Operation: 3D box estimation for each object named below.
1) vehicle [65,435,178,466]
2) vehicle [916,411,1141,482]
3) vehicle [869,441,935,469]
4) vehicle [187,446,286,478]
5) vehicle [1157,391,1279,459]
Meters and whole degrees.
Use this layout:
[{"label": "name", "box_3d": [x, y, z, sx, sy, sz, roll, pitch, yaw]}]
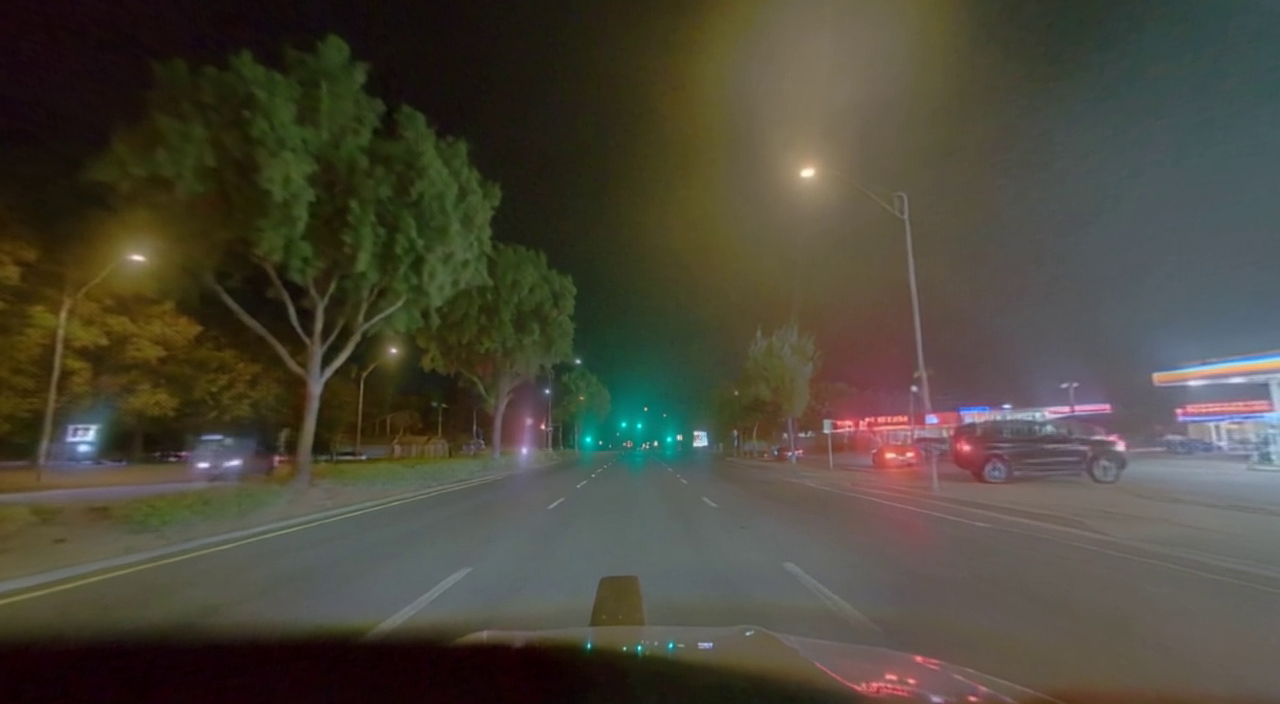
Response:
[{"label": "vehicle", "box_3d": [-35.884, 6.815, 44.042, 2.667, 1.929, 6.076, -1, -8, 0]}, {"label": "vehicle", "box_3d": [13.312, 3.286, 22.058, 6.063, 2.313, 2.534, 0, -8, 1]}, {"label": "vehicle", "box_3d": [14.837, 5.840, 36.042, 1.920, 1.471, 4.516, 0, -8, 1]}, {"label": "vehicle", "box_3d": [-20.122, 5.461, 31.753, 1.846, 1.461, 4.674, 0, -8, 1]}, {"label": "vehicle", "box_3d": [38.035, 4.427, 37.753, 11.260, 3.858, 3.063, 0, -9, 0]}]
